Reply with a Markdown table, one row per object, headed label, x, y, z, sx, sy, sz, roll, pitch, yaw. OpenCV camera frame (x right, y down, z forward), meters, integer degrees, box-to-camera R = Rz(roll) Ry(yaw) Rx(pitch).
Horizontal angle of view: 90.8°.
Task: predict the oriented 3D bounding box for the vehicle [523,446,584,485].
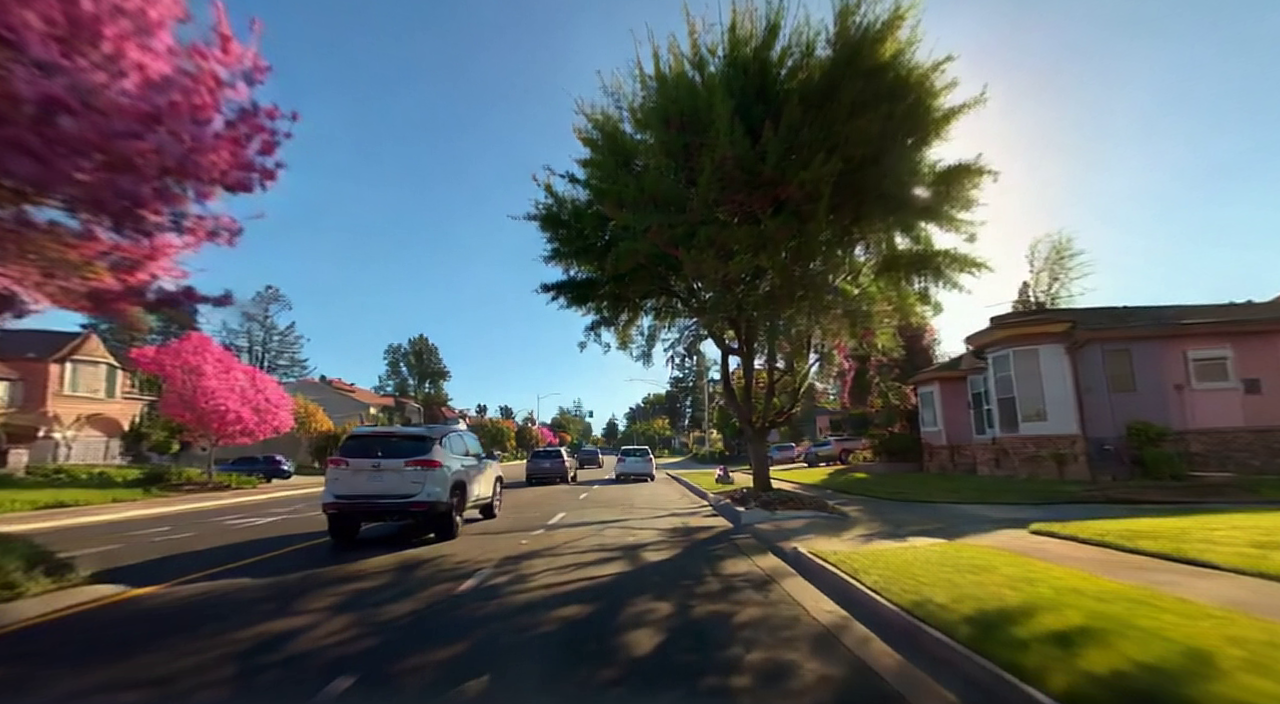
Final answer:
| label | x | y | z | sx | sy | sz | roll | pitch | yaw |
| --- | --- | --- | --- | --- | --- | --- | --- | --- | --- |
| vehicle | -3.727 | 4.969 | 27.936 | 2.066 | 1.565 | 3.905 | 0 | -8 | 1 |

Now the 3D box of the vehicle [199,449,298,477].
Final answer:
| label | x | y | z | sx | sy | sz | roll | pitch | yaw |
| --- | --- | --- | --- | --- | --- | --- | --- | --- | --- |
| vehicle | -28.539 | 8.093 | 46.290 | 5.692 | 1.926 | 2.274 | 3 | -9 | -18 |

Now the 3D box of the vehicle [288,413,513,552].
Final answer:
| label | x | y | z | sx | sy | sz | roll | pitch | yaw |
| --- | --- | --- | --- | --- | --- | --- | --- | --- | --- |
| vehicle | -3.824 | 2.172 | 11.269 | 2.161 | 1.919 | 4.798 | 0 | -8 | -1 |

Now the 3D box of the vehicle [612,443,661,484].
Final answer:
| label | x | y | z | sx | sy | sz | roll | pitch | yaw |
| --- | --- | --- | --- | --- | --- | --- | --- | --- | --- |
| vehicle | -0.144 | 4.848 | 27.789 | 1.997 | 1.636 | 3.760 | 0 | -8 | 0 |
